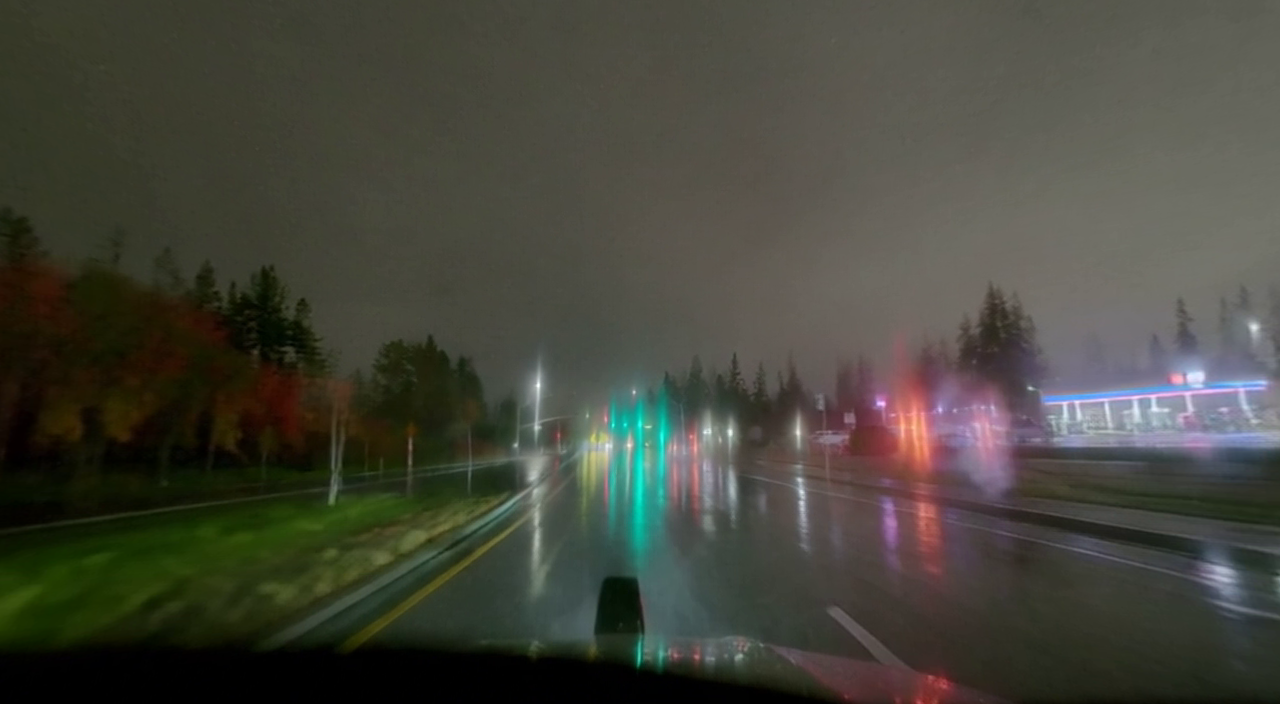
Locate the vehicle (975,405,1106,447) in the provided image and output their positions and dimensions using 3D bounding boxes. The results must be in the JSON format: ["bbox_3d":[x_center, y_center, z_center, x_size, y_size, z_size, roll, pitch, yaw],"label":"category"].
[{"bbox_3d":[21.229,3.979,33.670,5.483,1.801,2.202,3,-9,0],"label":"vehicle"}]
